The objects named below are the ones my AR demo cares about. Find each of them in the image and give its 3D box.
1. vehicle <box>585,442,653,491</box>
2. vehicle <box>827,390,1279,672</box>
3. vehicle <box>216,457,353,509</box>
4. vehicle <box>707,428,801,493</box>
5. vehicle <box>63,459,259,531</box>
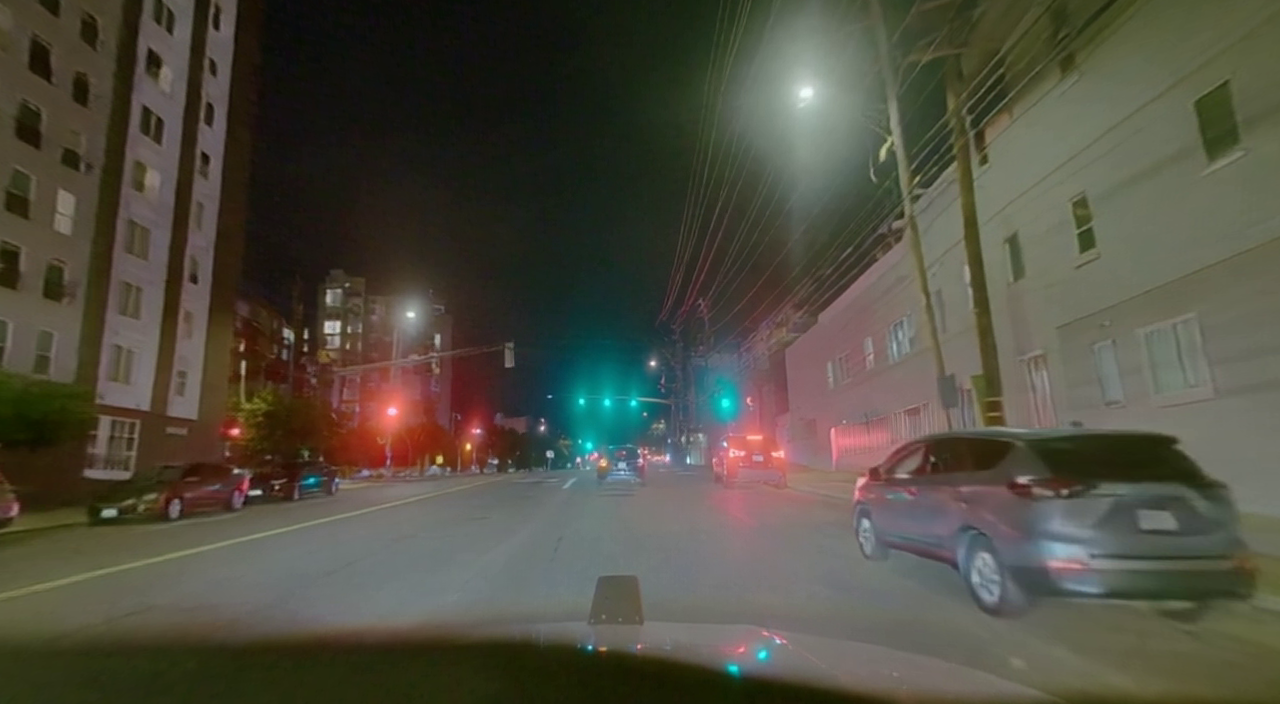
[{"bbox_3d":[-0.637,3.747,20.999,2.019,1.453,4.129,0,-9,0],"label":"vehicle"},{"bbox_3d":[3.699,1.459,6.300,2.186,1.764,4.470,0,-9,-1],"label":"vehicle"},{"bbox_3d":[-12.008,4.408,21.790,1.910,1.498,4.662,0,-9,1],"label":"vehicle"},{"bbox_3d":[3.716,3.649,21.680,2.248,1.945,5.011,0,-9,-1],"label":"vehicle"},{"bbox_3d":[-12.017,3.567,16.245,2.004,1.526,3.807,0,-9,0],"label":"vehicle"}]
